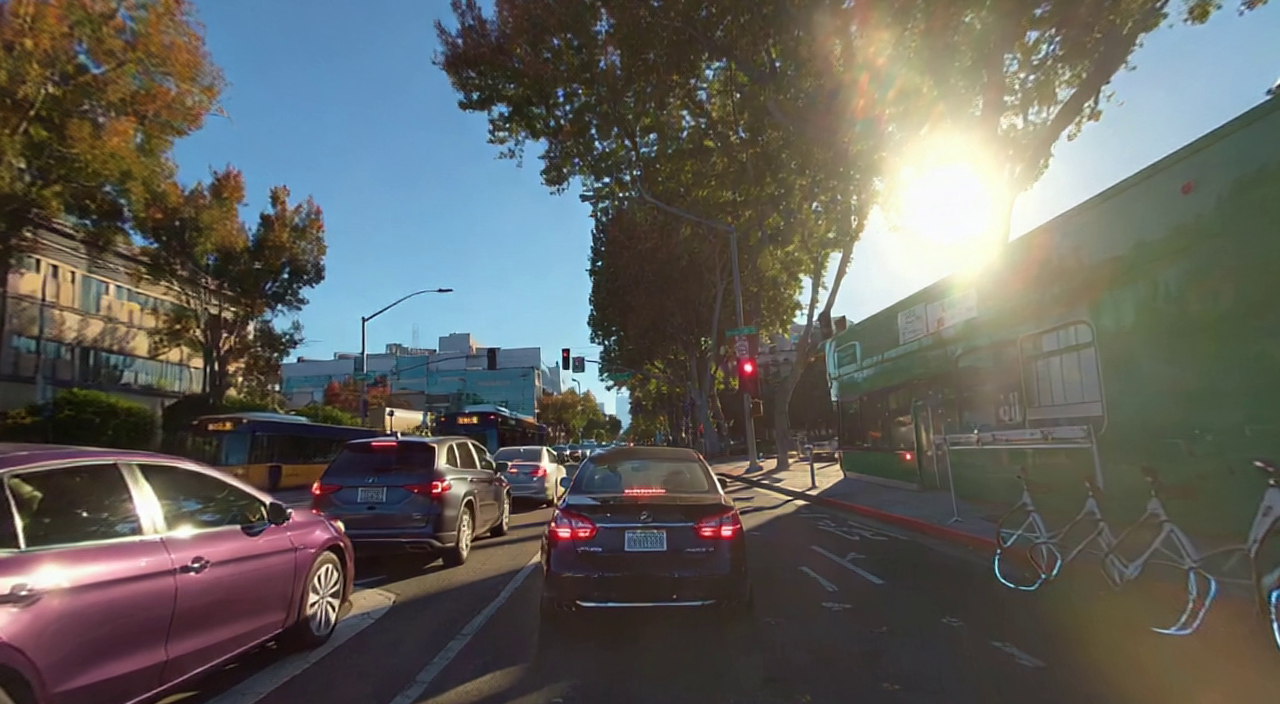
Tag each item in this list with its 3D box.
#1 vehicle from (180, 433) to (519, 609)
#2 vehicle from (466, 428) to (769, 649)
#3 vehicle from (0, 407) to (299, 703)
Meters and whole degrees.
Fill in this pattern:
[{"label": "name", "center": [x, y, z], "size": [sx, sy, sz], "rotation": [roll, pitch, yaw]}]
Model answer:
[{"label": "vehicle", "center": [-2.912, 1.767, 7.638], "size": [1.944, 1.481, 4.385], "rotation": [0, -8, 1]}, {"label": "vehicle", "center": [-0.137, 1.534, 6.186], "size": [2.031, 1.461, 3.763], "rotation": [0, -8, 0]}, {"label": "vehicle", "center": [-3.165, 0.874, 1.719], "size": [1.867, 1.486, 4.452], "rotation": [0, -8, 2]}]
